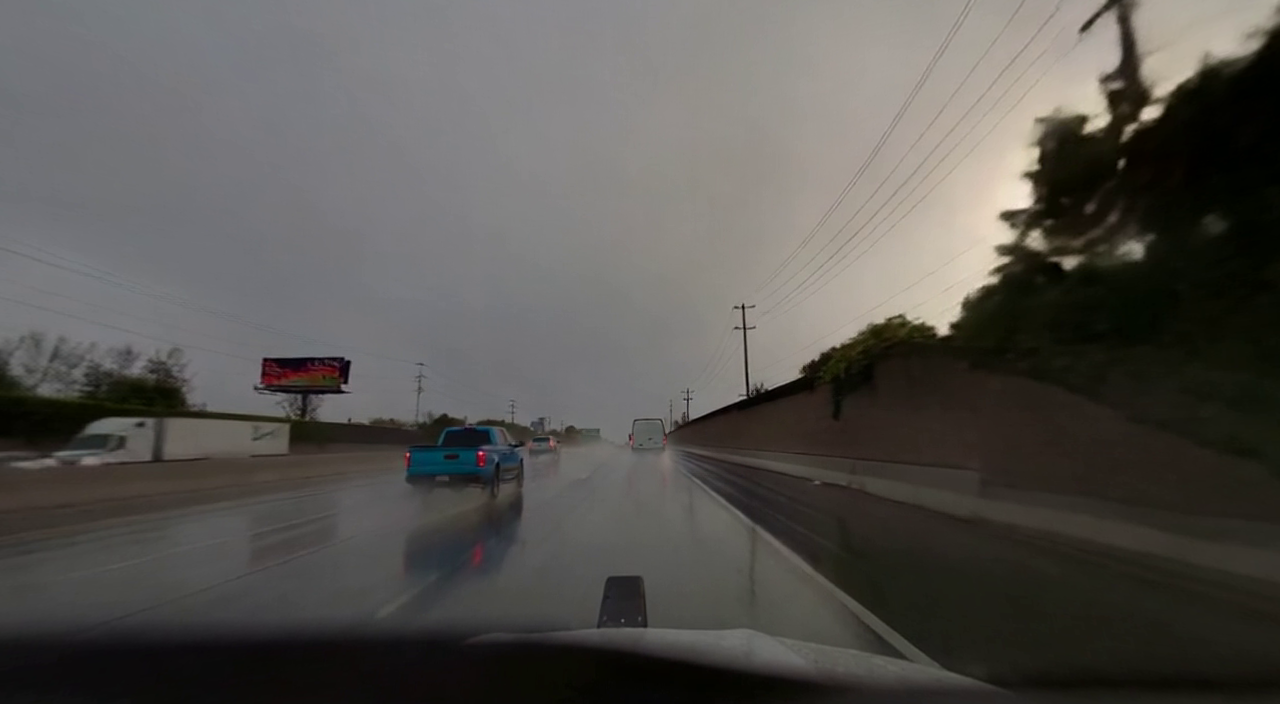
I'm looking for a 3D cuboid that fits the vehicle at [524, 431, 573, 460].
[{"bbox_3d":[-6.999,7.261,49.067,2.695,2.084,6.836,-1,-8,1],"label":"vehicle"}]

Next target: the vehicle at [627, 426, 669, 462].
[{"bbox_3d":[0.534,6.358,43.570,2.692,2.279,5.695,0,-8,0],"label":"vehicle"}]

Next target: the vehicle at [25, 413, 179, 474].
[{"bbox_3d":[-36.417,6.215,43.084,3.036,3.726,8.384,0,-8,0],"label":"vehicle"}]

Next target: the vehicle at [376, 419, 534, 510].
[{"bbox_3d":[-3.960,2.495,14.471,2.145,1.730,4.729,-1,-8,1],"label":"vehicle"}]
